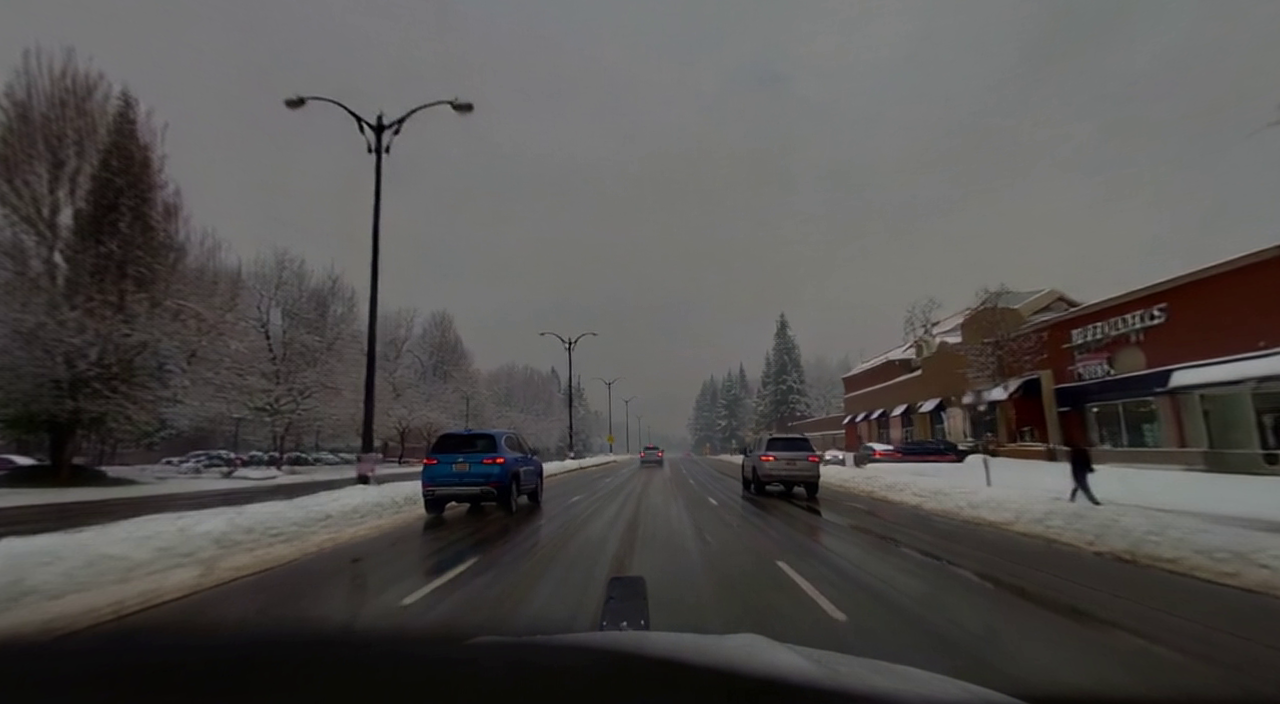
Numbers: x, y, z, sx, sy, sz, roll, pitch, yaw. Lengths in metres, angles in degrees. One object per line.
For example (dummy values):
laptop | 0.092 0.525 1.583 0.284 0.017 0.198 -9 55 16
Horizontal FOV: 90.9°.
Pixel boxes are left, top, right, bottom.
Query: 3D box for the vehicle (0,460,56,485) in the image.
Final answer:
vehicle | -42.702 8.160 42.885 3.983 1.567 1.860 0 -8 2

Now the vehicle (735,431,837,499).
vehicle | 4.201 3.313 18.919 2.083 1.779 4.347 0 -8 1

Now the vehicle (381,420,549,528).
vehicle | -3.307 2.405 13.006 2.047 1.810 4.414 0 -8 2

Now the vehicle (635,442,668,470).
vehicle | 0.761 6.737 40.949 2.067 1.702 3.987 0 -8 2
